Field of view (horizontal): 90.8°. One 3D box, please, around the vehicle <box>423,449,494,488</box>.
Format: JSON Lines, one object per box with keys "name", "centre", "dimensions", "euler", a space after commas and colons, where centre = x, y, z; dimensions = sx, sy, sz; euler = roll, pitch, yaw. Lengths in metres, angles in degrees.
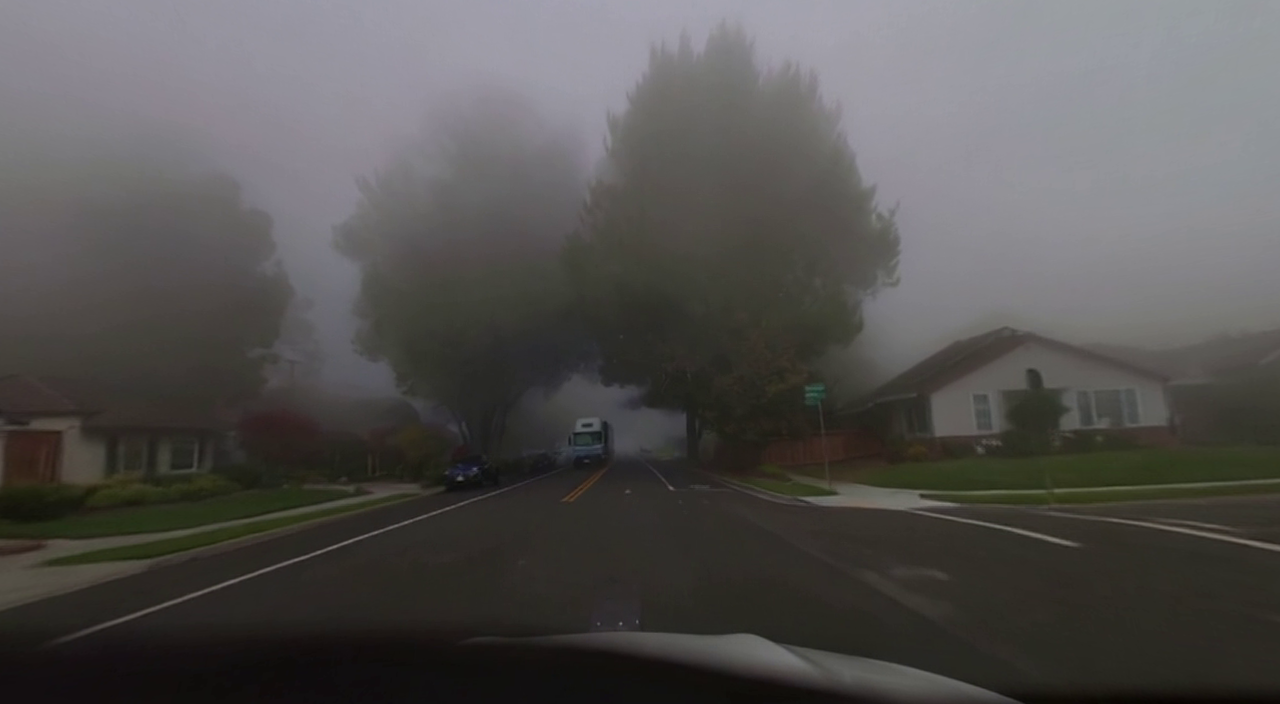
{"name": "vehicle", "centre": [-8.906, 5.741, 31.498], "dimensions": [2.119, 1.775, 4.643], "euler": [0, -9, 0]}
